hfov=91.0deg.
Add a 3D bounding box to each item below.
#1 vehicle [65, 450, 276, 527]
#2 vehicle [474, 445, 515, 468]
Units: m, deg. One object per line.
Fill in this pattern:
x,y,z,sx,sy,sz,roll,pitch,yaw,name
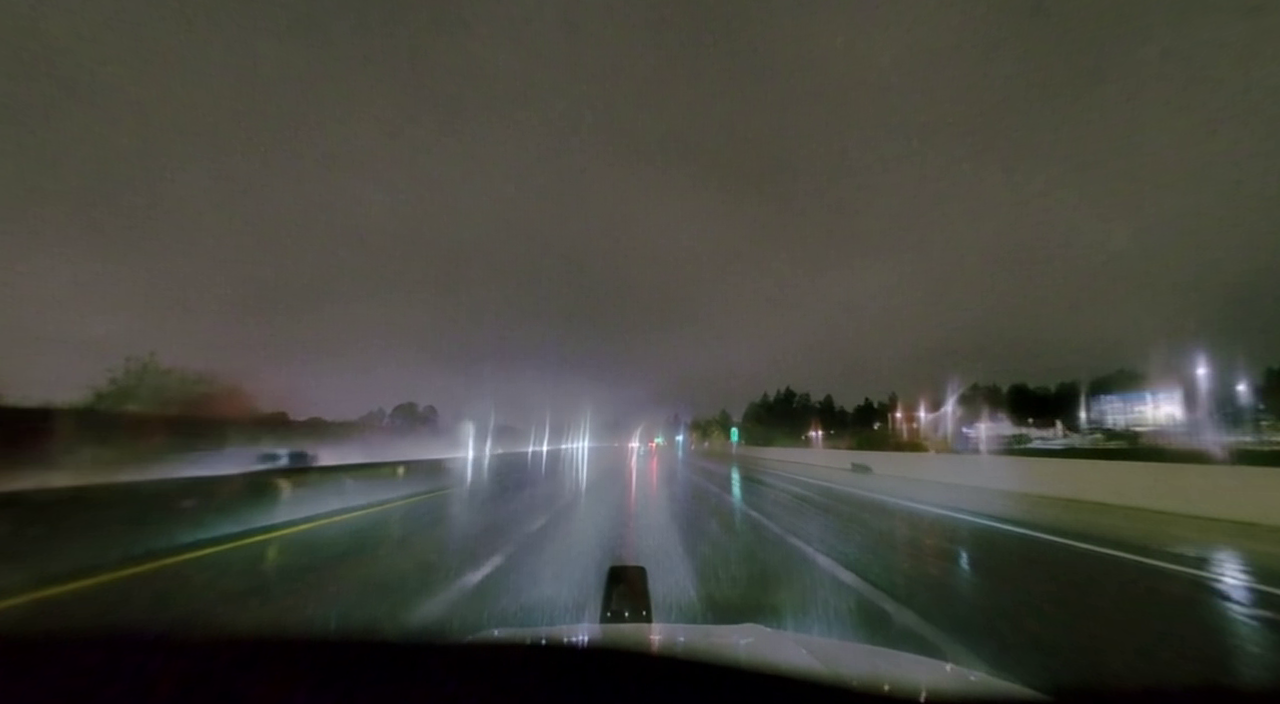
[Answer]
-10.534,3.038,14.567,1.821,1.477,3.939,0,-8,0,vehicle
-10.398,7.489,45.269,1.934,1.497,4.181,0,-8,0,vehicle
